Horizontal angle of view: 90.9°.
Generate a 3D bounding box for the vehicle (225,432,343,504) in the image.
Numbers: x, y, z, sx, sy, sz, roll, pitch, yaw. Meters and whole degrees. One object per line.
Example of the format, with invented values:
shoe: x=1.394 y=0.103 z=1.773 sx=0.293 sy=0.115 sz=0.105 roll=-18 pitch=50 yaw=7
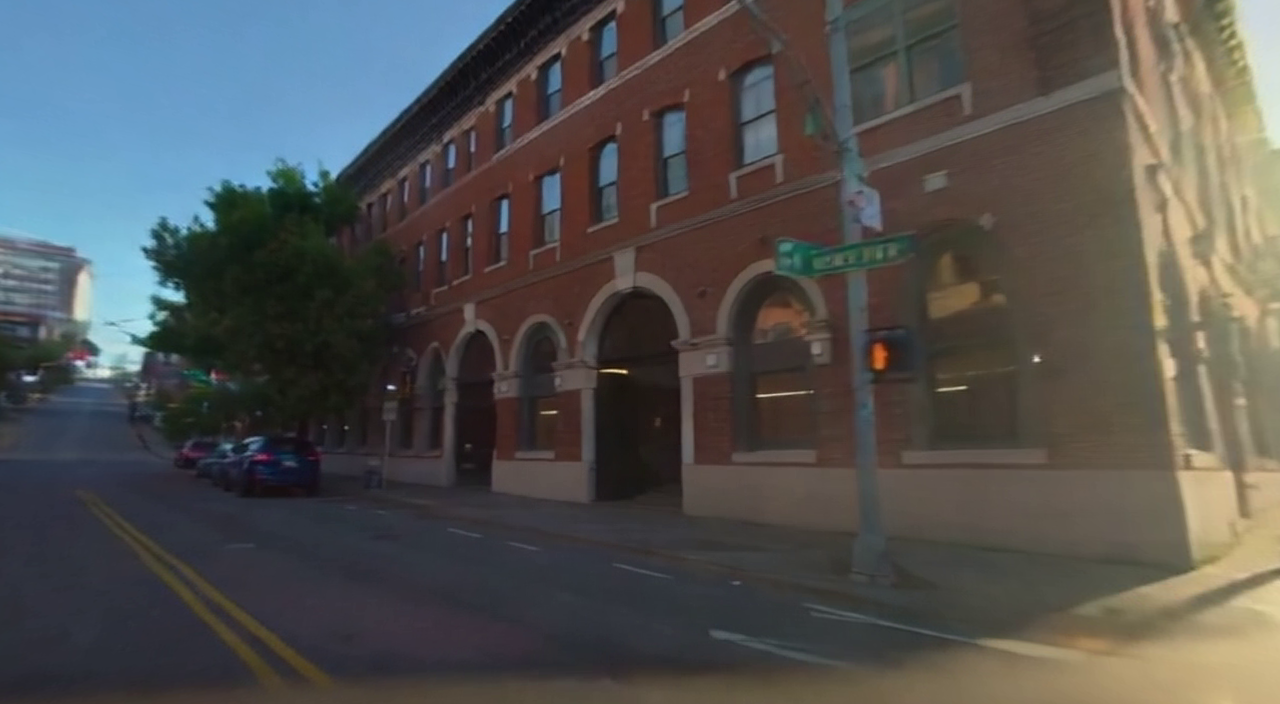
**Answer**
vehicle: x=-10.495 y=3.311 z=18.423 sx=1.953 sy=1.804 sz=4.518 roll=7 pitch=-11 yaw=-41
